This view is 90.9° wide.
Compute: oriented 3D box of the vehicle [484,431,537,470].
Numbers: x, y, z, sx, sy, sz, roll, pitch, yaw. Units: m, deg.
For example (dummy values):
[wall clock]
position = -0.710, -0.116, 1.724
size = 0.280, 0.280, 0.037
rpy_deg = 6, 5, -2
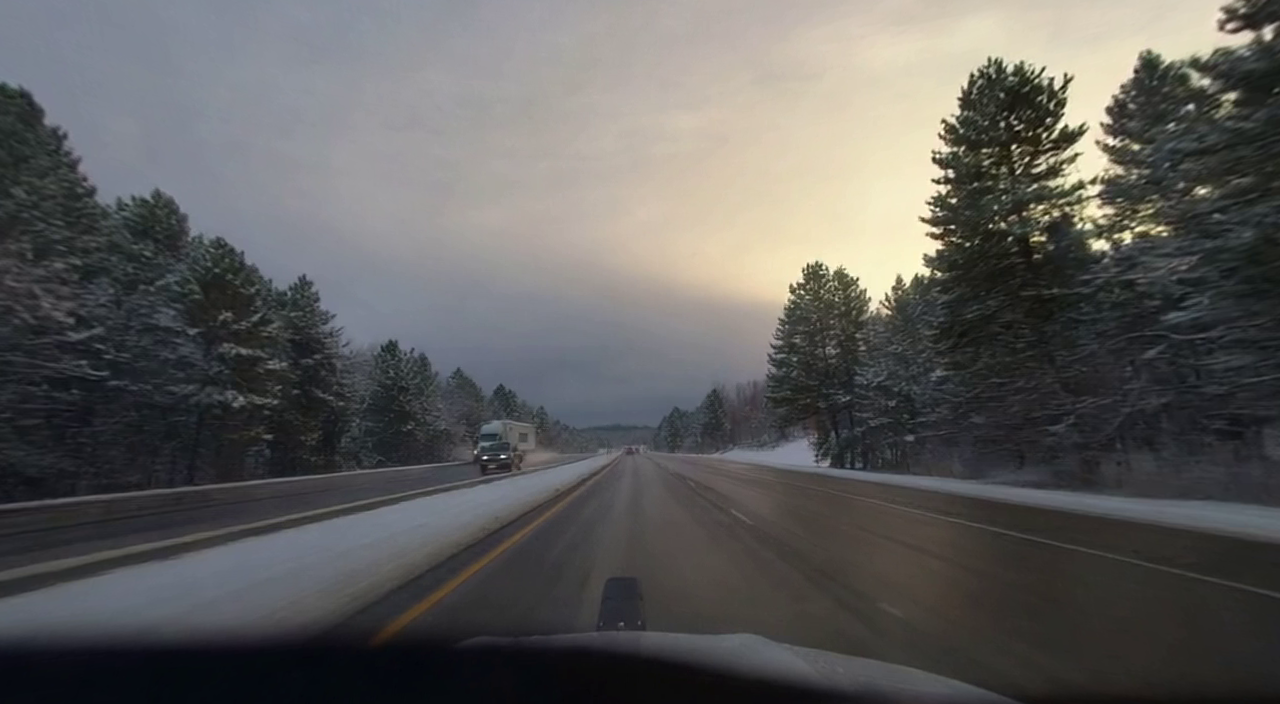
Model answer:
[vehicle]
position = -9.277, 7.132, 45.839
size = 2.233, 2.593, 7.395
rpy_deg = 0, -9, 0
